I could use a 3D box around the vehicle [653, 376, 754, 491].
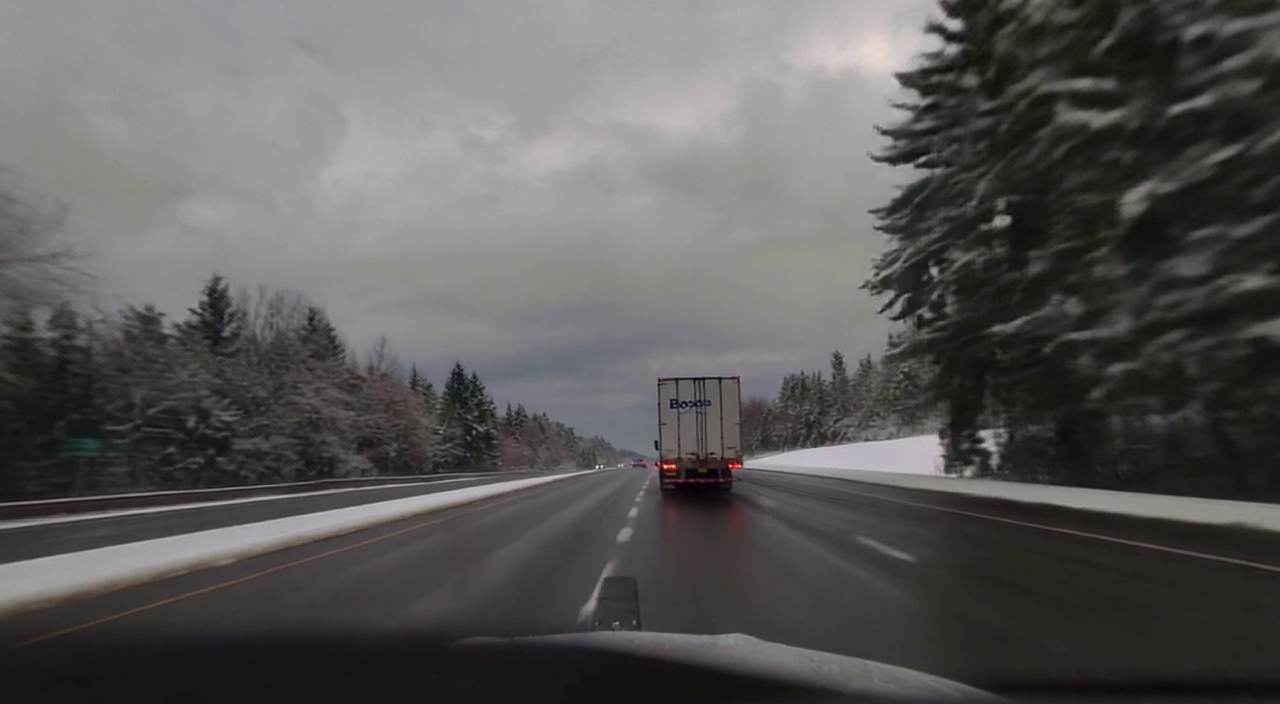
[{"bbox_3d":[2.592,4.268,31.070,3.537,4.071,17.399,-1,-9,2],"label":"vehicle"}]
